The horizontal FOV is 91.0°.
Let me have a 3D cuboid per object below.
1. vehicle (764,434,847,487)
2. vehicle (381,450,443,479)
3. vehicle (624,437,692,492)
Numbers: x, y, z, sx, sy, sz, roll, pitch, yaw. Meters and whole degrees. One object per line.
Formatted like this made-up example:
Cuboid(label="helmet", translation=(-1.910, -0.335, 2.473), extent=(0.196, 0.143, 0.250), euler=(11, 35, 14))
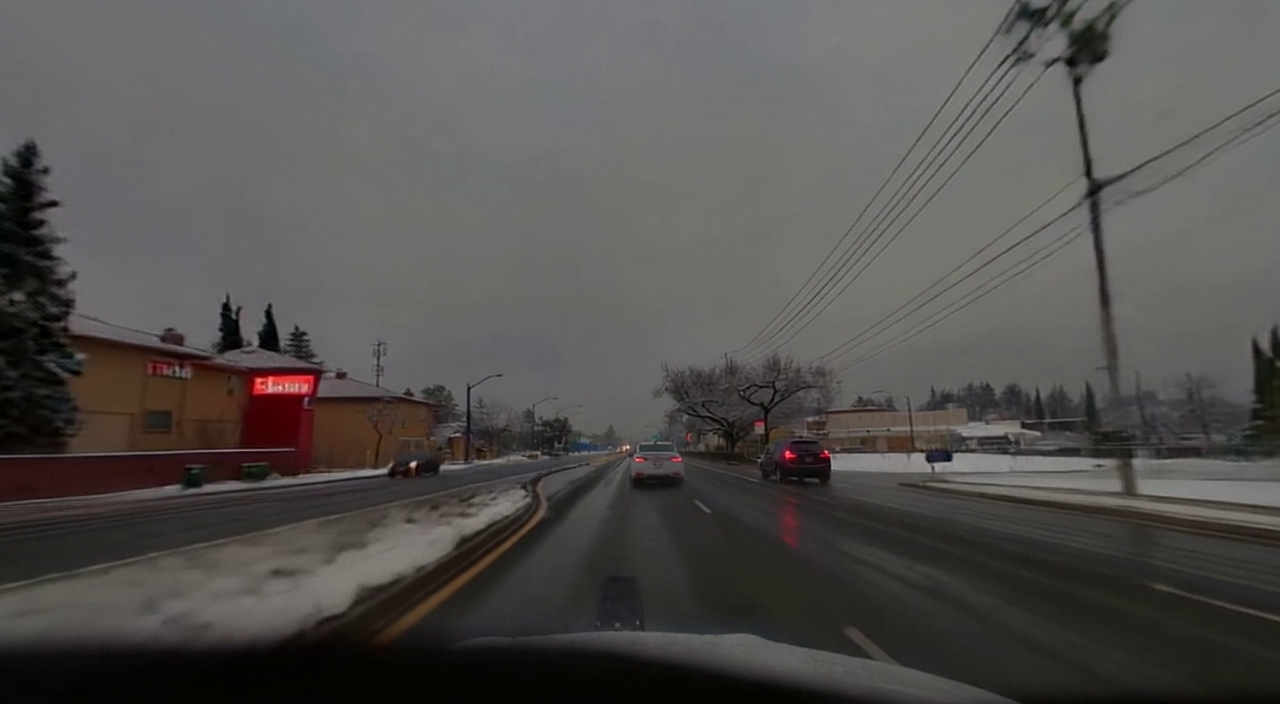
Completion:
Cuboid(label="vehicle", translation=(6.311, 4.186, 24.531), extent=(2.061, 1.889, 4.268), euler=(0, -9, 0))
Cuboid(label="vehicle", translation=(-13.948, 6.890, 38.772), extent=(2.011, 1.670, 4.360), euler=(-1, -9, 3))
Cuboid(label="vehicle", translation=(0.551, 3.836, 21.838), extent=(2.138, 1.702, 4.168), euler=(0, -9, 0))
